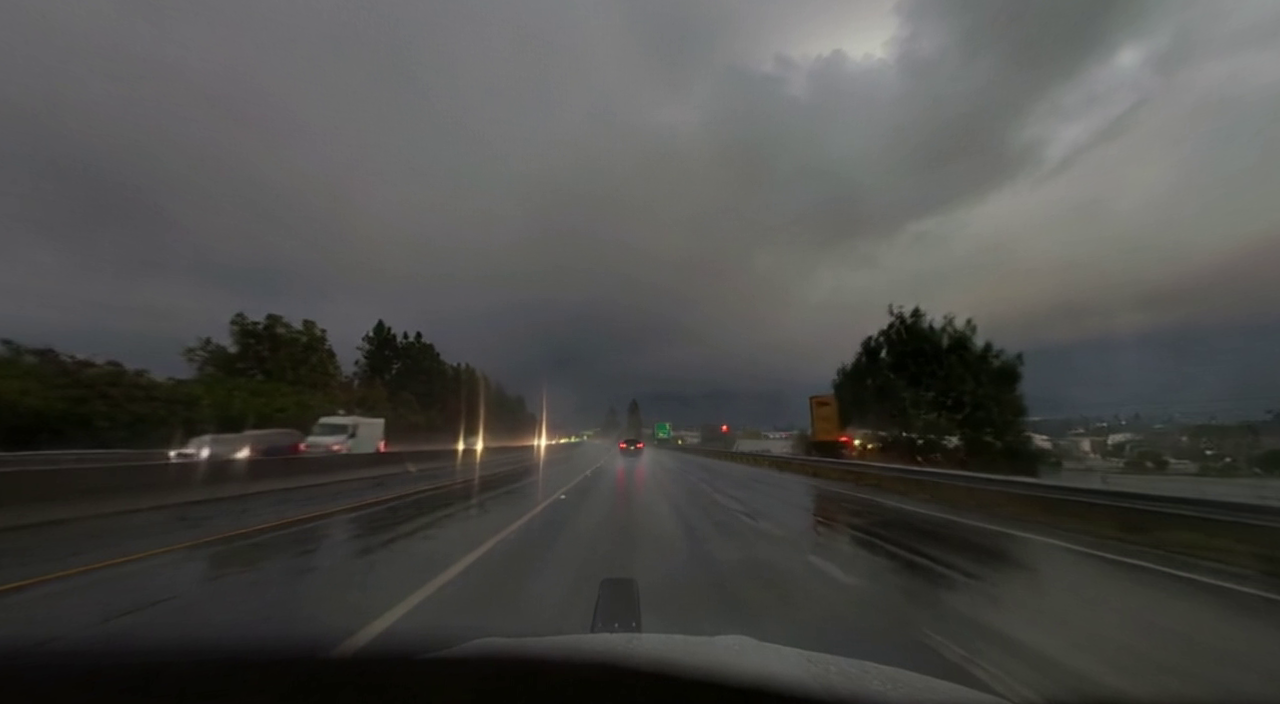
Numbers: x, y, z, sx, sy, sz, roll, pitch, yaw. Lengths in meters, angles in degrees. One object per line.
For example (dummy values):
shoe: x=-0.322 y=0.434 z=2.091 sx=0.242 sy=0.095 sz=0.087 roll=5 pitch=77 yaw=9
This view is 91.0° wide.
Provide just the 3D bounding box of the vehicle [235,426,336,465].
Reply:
vehicle: x=-16.238 y=4.318 z=29.150 sx=2.092 sy=1.633 sz=4.489 roll=0 pitch=-8 yaw=-1

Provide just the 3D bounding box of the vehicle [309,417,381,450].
vehicle: x=-16.334 y=4.584 z=35.102 sx=1.945 sy=1.723 sz=4.462 roll=0 pitch=-8 yaw=-1

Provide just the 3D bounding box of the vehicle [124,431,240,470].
vehicle: x=-19.960 y=4.304 z=27.710 sx=1.926 sy=1.524 sz=4.334 roll=0 pitch=-8 yaw=-2

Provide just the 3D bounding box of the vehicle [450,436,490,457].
vehicle: x=-12.989 y=7.215 z=48.321 sx=1.901 sy=1.507 sz=4.711 roll=0 pitch=-8 yaw=-1

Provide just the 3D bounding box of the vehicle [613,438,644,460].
vehicle: x=-0.868 y=6.960 z=45.239 sx=2.099 sy=1.504 sz=3.843 roll=0 pitch=-8 yaw=-2
